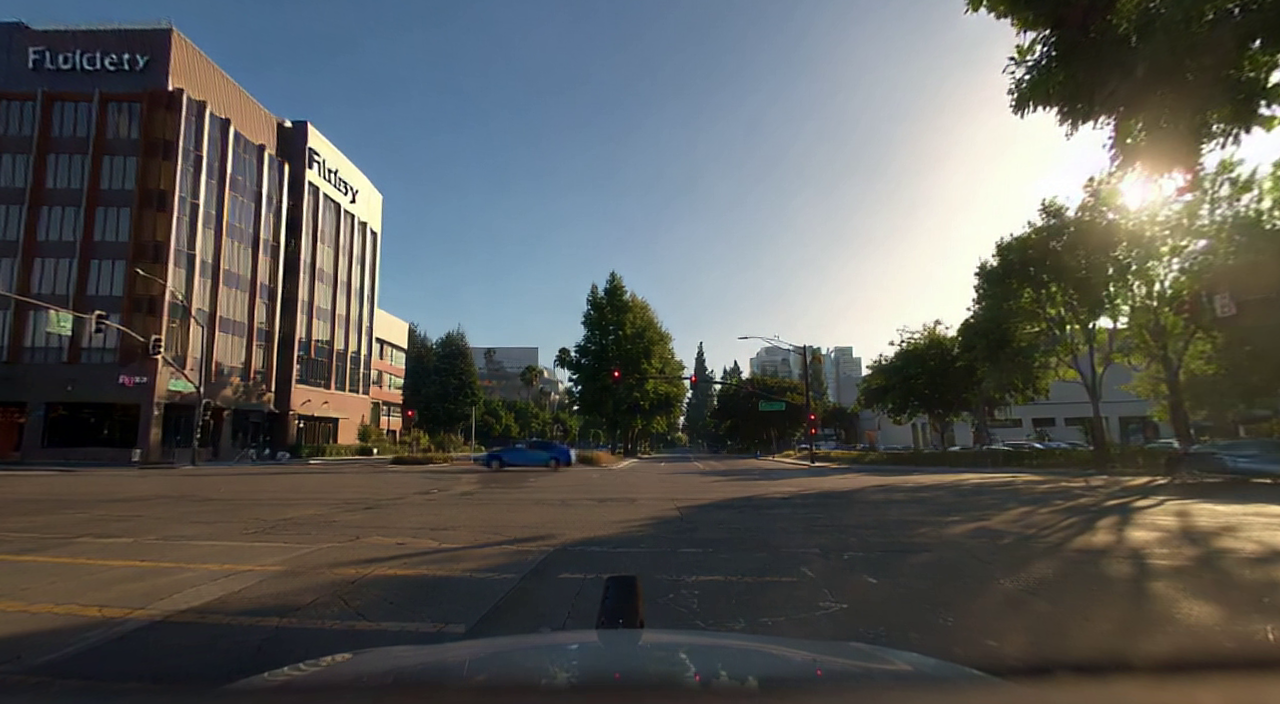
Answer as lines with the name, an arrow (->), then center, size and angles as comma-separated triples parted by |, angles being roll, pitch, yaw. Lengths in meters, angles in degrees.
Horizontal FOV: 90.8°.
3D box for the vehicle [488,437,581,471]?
vehicle -> -5.478, 5.387, 33.361 | 4.639, 1.699, 2.030 | 0, -9, -4
